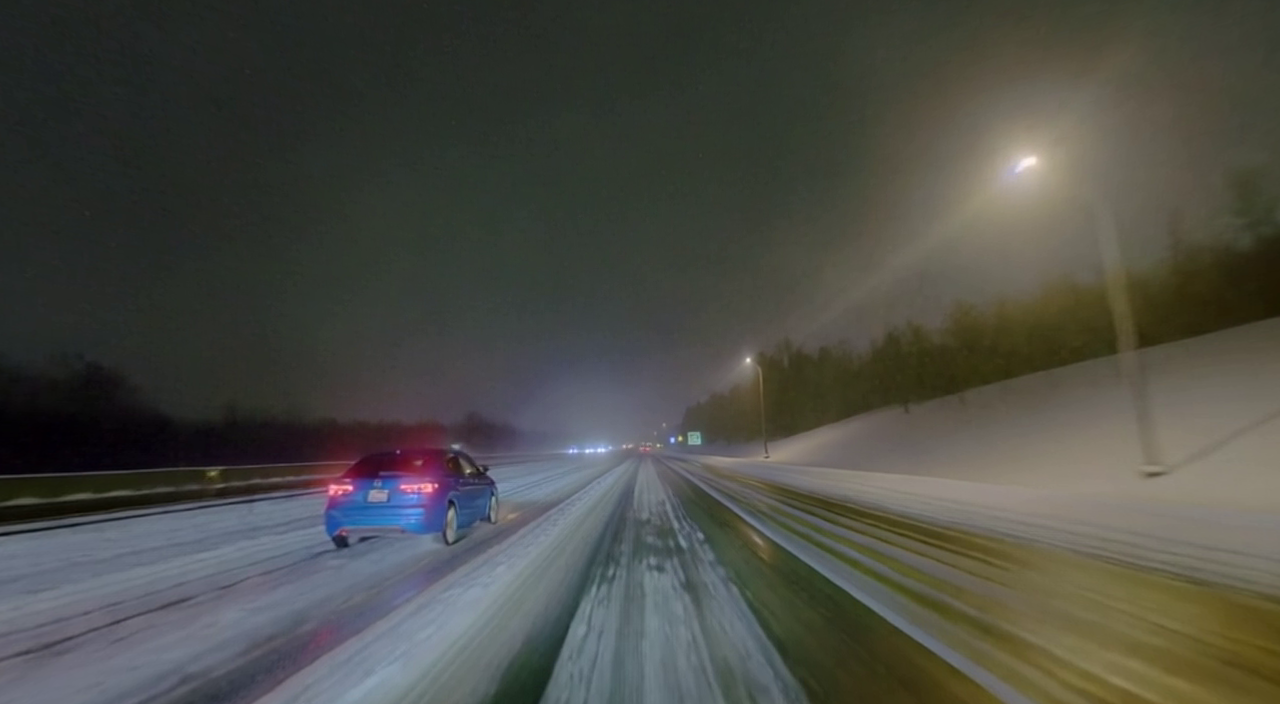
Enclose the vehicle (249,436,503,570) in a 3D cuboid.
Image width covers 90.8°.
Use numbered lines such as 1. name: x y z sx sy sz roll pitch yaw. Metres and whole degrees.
1. vehicle: -3.371 1.985 9.003 1.935 1.479 3.787 0 -9 1
